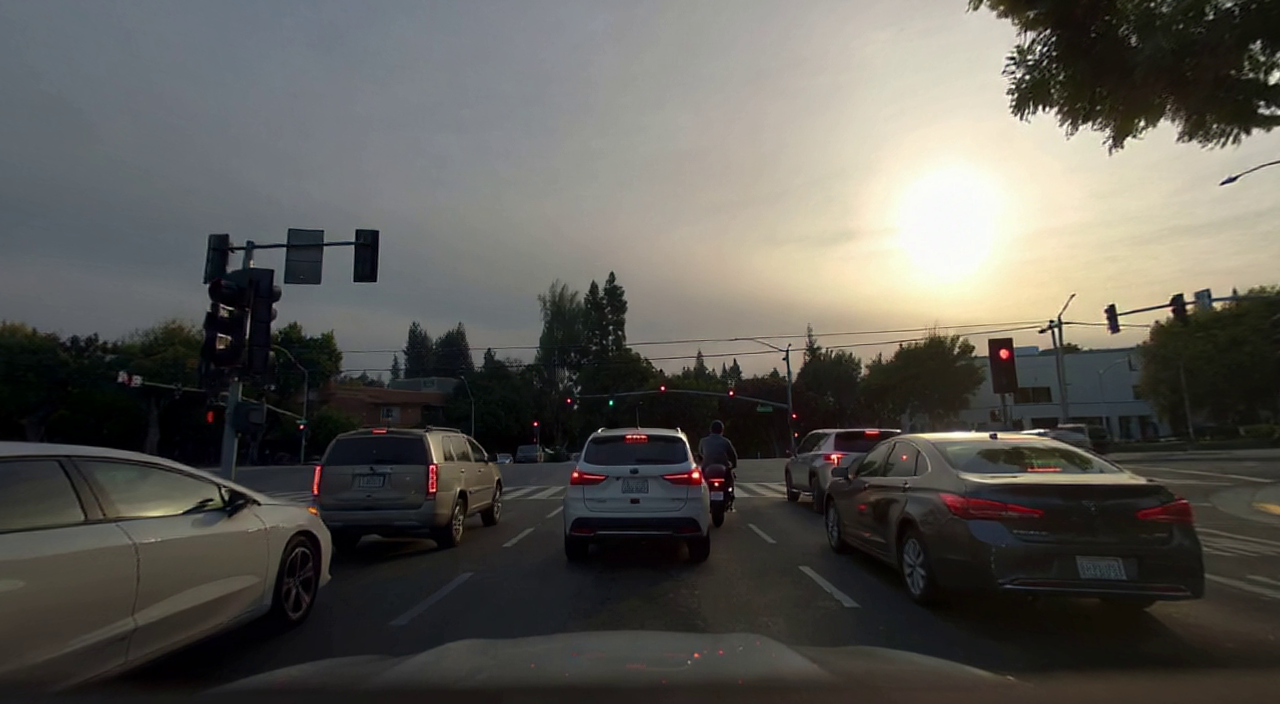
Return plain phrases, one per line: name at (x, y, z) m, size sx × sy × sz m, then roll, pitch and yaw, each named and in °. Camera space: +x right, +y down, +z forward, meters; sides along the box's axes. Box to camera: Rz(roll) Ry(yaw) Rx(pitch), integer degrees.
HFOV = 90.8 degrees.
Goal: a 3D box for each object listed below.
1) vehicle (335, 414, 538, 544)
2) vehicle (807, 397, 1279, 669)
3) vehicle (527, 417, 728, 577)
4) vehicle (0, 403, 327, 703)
vehicle at (-3.221, 2.119, 11.165) m, size 2.048 × 1.805 × 4.405 m, roll 0°, pitch -8°, yaw 1°
vehicle at (3.231, 1.444, 6.193) m, size 2.006 × 1.659 × 4.462 m, roll 0°, pitch -8°, yaw 1°
vehicle at (-0.097, 1.799, 8.551) m, size 2.106 × 1.655 × 3.717 m, roll 0°, pitch -8°, yaw 1°
vehicle at (-3.347, 0.947, 2.365) m, size 1.863 × 1.495 × 4.667 m, roll 0°, pitch -8°, yaw 2°
